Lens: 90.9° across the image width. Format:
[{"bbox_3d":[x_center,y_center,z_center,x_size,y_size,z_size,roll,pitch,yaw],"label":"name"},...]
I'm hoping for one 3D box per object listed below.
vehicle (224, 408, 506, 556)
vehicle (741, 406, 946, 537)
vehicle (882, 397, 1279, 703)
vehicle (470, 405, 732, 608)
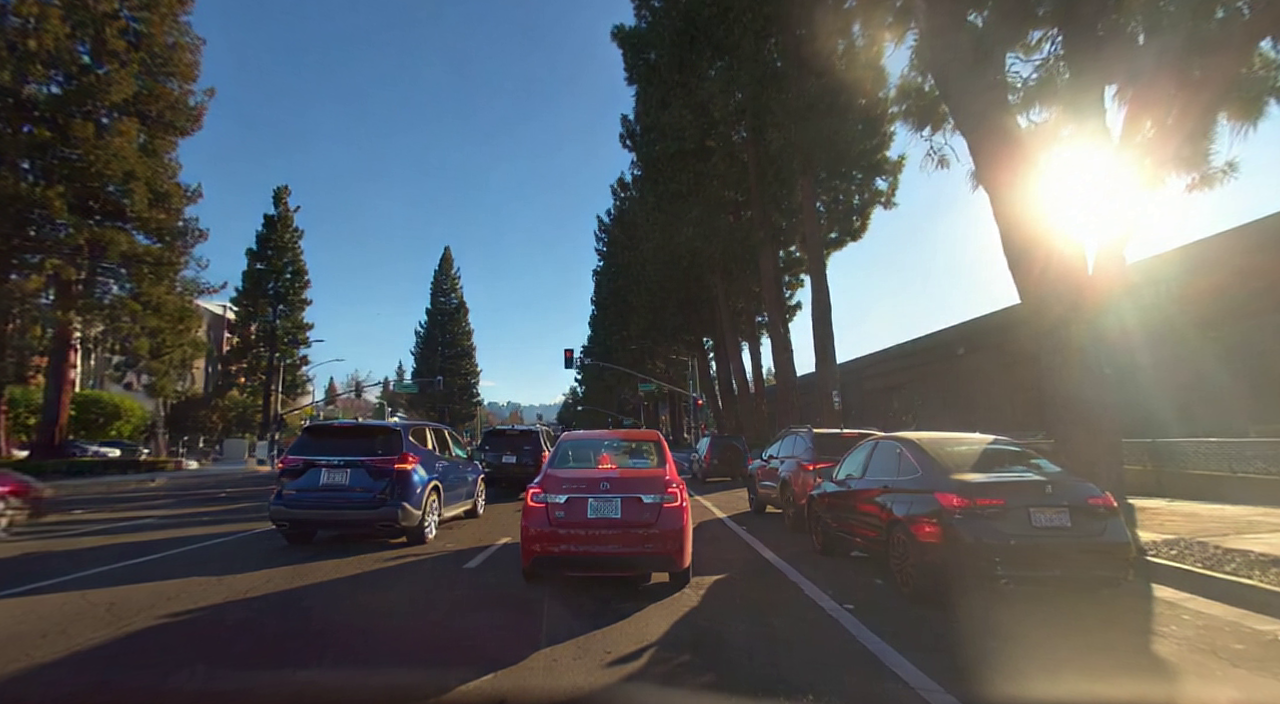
[{"bbox_3d":[-3.767,1.886,9.896,2.141,1.718,4.809,0,-8,1],"label":"vehicle"},{"bbox_3d":[3.327,2.085,11.545,2.117,1.879,4.715,0,-8,-1],"label":"vehicle"},{"bbox_3d":[3.230,1.071,3.371,2.045,1.459,4.462,0,-8,-1],"label":"vehicle"},{"bbox_3d":[-0.364,1.584,7.422,2.114,1.631,4.459,0,-8,-1],"label":"vehicle"}]
